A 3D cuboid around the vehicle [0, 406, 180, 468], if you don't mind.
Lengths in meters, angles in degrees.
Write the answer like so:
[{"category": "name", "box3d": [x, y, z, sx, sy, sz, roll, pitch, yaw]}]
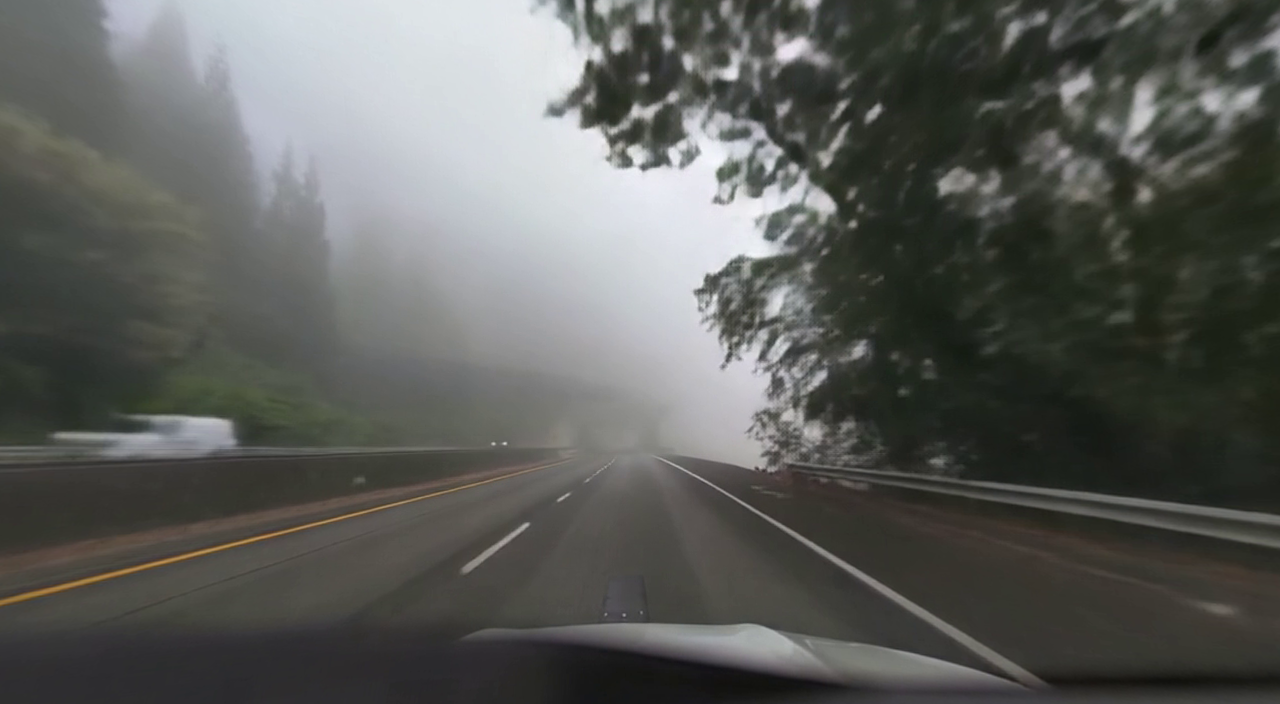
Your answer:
[{"category": "vehicle", "box3d": [-16.265, 2.539, 18.577, 1.990, 1.585, 4.448, 0, -9, 0]}]
